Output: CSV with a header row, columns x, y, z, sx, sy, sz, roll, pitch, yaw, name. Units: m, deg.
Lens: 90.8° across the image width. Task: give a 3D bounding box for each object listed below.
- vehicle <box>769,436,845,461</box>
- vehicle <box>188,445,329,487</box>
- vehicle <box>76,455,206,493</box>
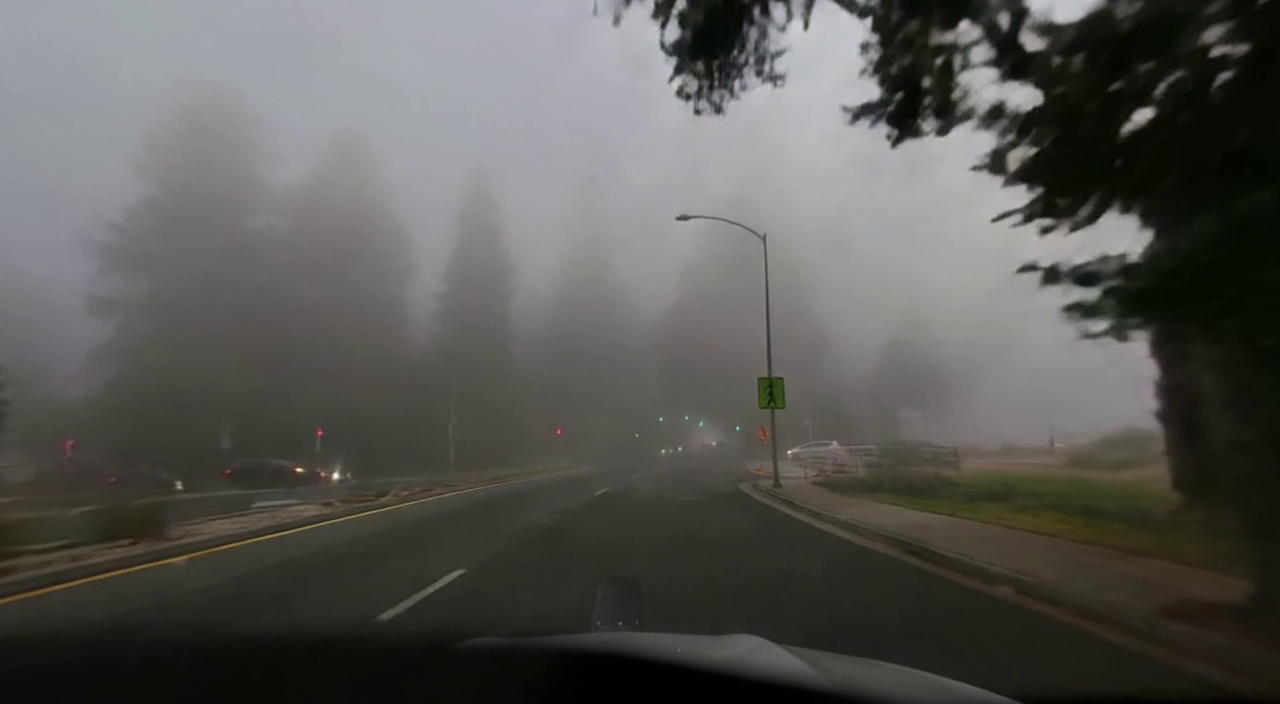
x,y,z,sx,sy,sz,roll,pitch,yaw,name
12.024,6.946,45.551,4.906,1.729,2.414,-4,-9,24,vehicle
-20.397,6.079,34.060,5.938,2.098,2.333,1,-9,-10,vehicle
-26.006,6.342,33.117,4.861,1.784,1.947,1,-9,-10,vehicle
